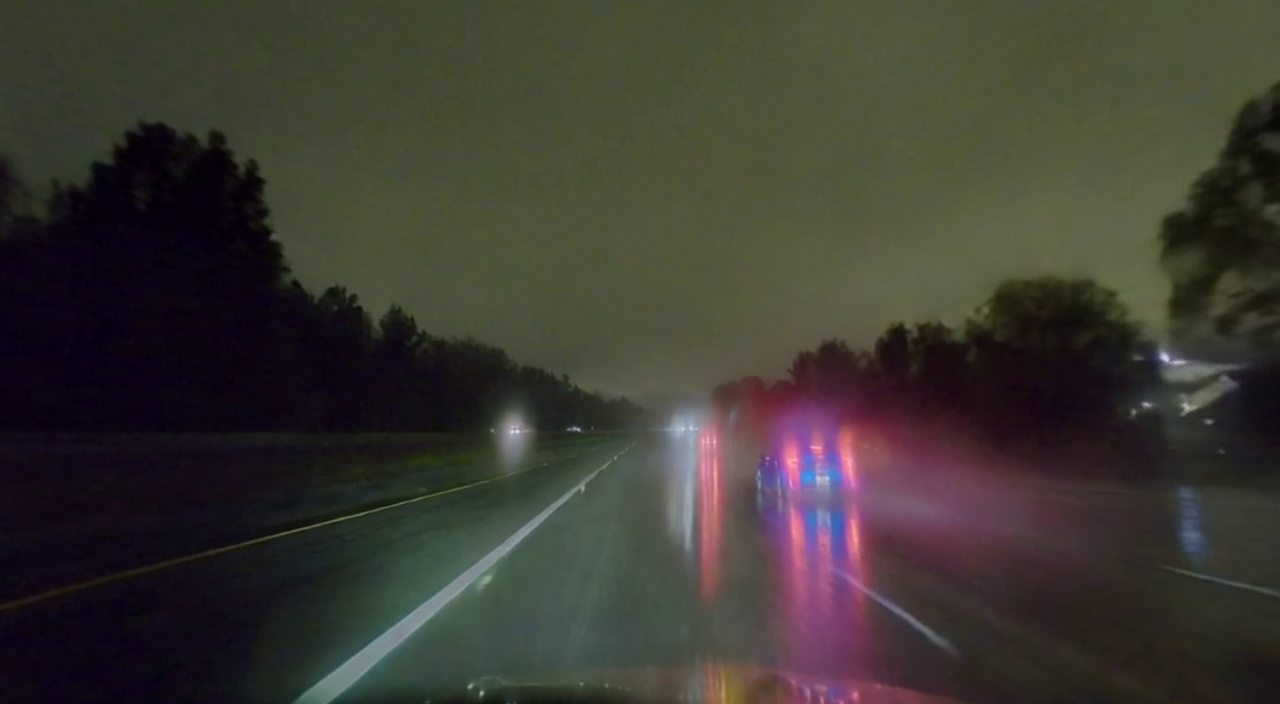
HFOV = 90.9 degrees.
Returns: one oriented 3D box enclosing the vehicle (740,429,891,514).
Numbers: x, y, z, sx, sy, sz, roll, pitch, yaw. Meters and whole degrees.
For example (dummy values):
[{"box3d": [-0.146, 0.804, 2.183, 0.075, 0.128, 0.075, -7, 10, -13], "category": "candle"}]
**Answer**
[{"box3d": [3.617, 2.550, 13.988, 2.050, 1.546, 4.344, 0, -8, -1], "category": "vehicle"}]
